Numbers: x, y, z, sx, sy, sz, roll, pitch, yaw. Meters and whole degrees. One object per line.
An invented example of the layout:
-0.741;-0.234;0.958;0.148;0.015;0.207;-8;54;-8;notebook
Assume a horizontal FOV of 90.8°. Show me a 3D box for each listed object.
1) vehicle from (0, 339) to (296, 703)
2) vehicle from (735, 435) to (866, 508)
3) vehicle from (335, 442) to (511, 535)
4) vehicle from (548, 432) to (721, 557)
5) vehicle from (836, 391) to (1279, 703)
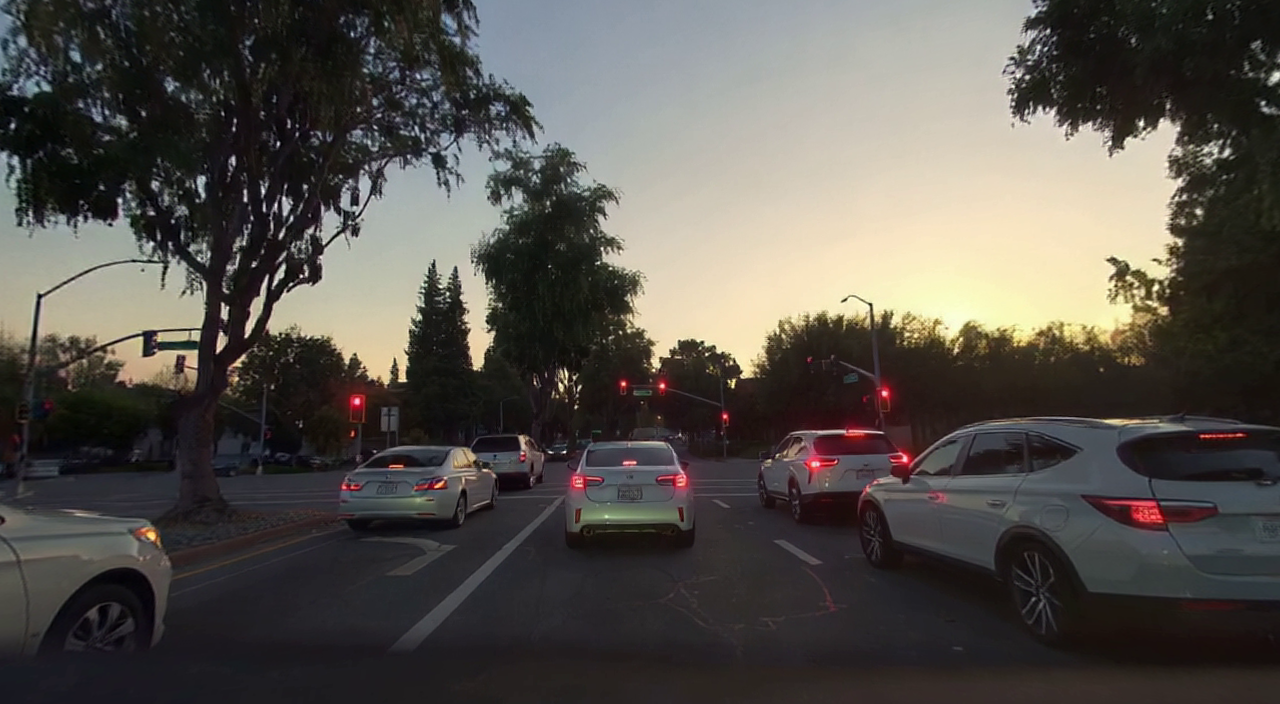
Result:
-3.653;0.834;2.551;2.047;1.764;4.369;0;-8;0;vehicle
3.640;2.780;15.254;1.922;1.472;4.440;0;-8;-1;vehicle
-3.929;2.504;12.341;1.919;1.459;4.371;0;-8;-1;vehicle
-0.078;2.005;9.599;2.061;1.470;3.970;0;-8;0;vehicle
3.394;1.307;5.426;1.933;1.564;4.600;0;-8;0;vehicle
